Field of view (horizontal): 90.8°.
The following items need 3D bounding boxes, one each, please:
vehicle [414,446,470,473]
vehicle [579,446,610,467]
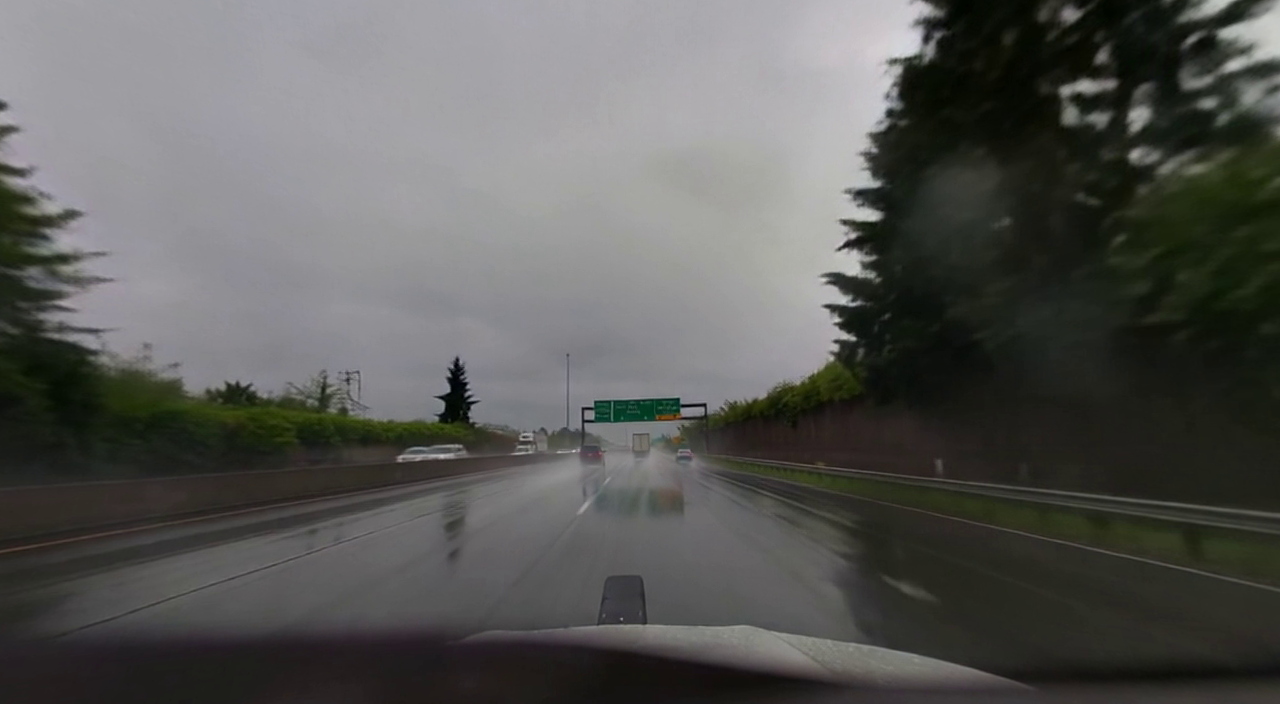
[{"bbox_3d":[-11.942,6.500,38.350,2.010,1.524,4.377,0,-9,0],"label":"vehicle"},{"bbox_3d":[-3.386,7.874,47.800,2.020,1.475,4.434,0,-9,0],"label":"vehicle"}]
